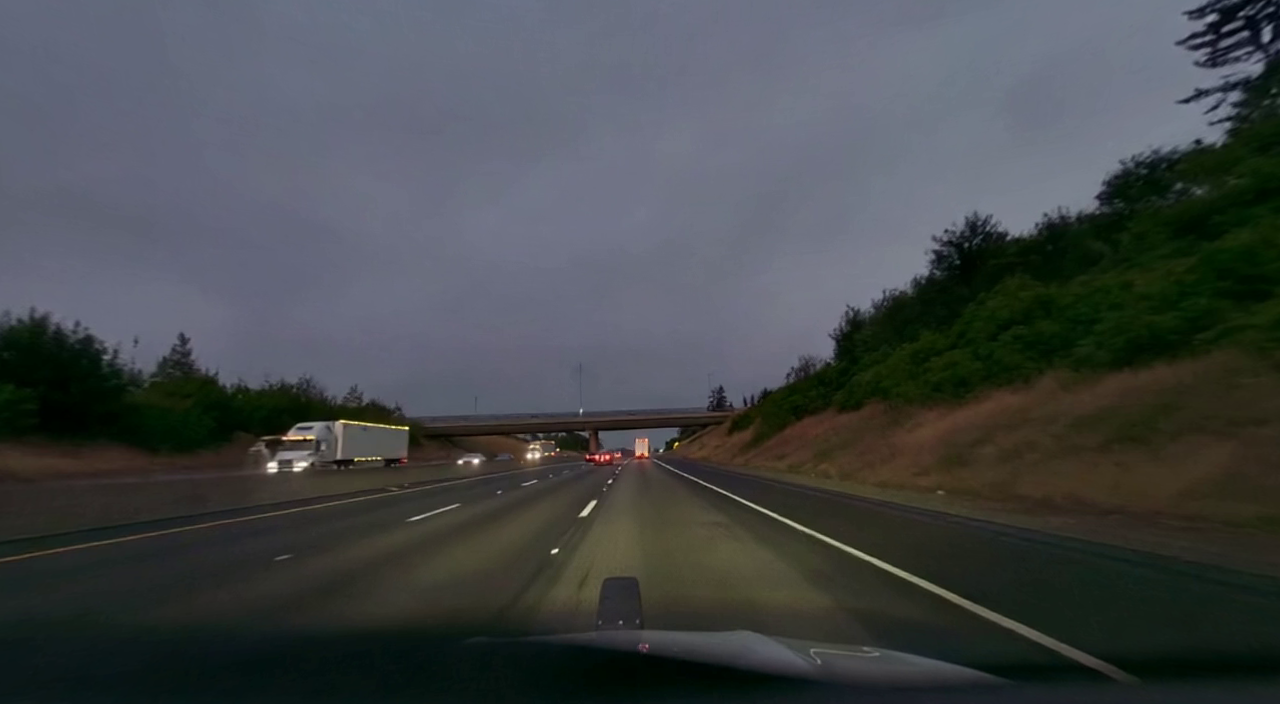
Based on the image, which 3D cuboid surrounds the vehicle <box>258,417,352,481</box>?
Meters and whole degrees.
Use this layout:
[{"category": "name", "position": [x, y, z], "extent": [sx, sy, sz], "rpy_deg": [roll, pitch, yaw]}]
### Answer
[{"category": "vehicle", "position": [-22.444, 6.582, 42.693], "extent": [2.983, 3.987, 5.851], "rpy_deg": [0, -9, -1]}]
